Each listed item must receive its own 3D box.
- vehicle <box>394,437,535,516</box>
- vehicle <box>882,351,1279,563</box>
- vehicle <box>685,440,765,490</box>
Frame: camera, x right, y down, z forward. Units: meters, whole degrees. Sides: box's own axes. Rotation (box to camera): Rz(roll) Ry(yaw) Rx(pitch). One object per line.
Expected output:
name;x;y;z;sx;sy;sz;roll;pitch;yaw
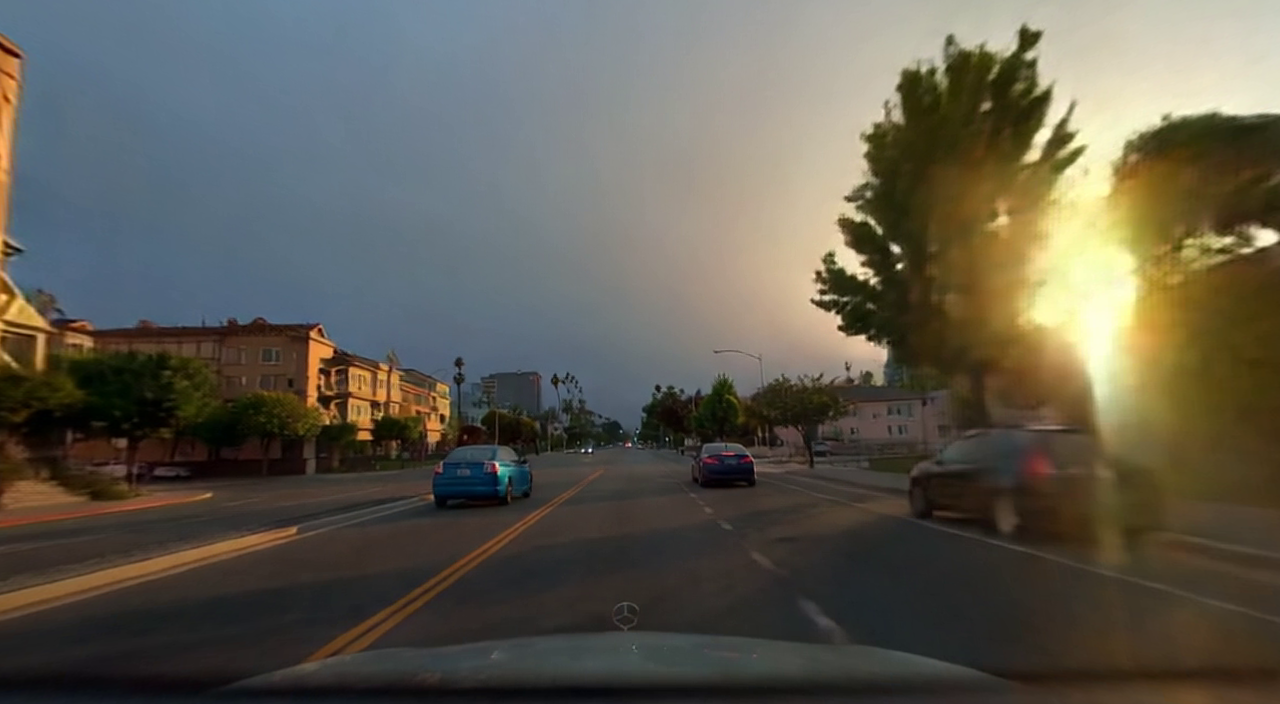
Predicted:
vehicle;-3.834;2.781;14.630;2.062;1.527;4.044;0;-9;0
vehicle;6.061;1.567;9.865;2.394;2.400;5.209;0;-9;0
vehicle;2.697;3.696;21.016;1.978;1.471;4.426;0;-9;-1
